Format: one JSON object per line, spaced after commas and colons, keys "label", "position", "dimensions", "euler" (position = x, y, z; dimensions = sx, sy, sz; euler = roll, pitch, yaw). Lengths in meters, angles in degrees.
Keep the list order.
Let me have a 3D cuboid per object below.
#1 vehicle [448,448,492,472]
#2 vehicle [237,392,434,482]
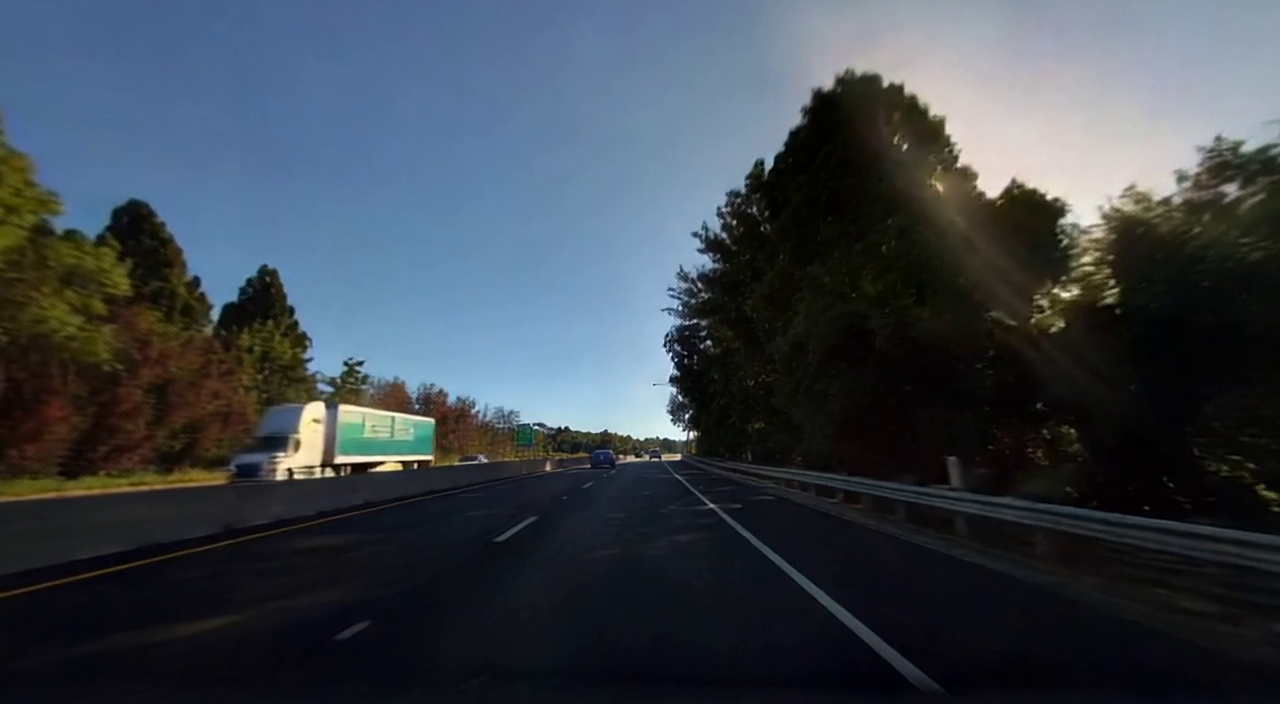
{"label": "vehicle", "position": [-12.175, 7.749, 45.506], "dimensions": [1.955, 1.579, 4.392], "euler": [0, -9, 0]}
{"label": "vehicle", "position": [-16.481, 5.108, 36.943], "dimensions": [2.833, 4.040, 16.950], "euler": [0, -9, 1]}
